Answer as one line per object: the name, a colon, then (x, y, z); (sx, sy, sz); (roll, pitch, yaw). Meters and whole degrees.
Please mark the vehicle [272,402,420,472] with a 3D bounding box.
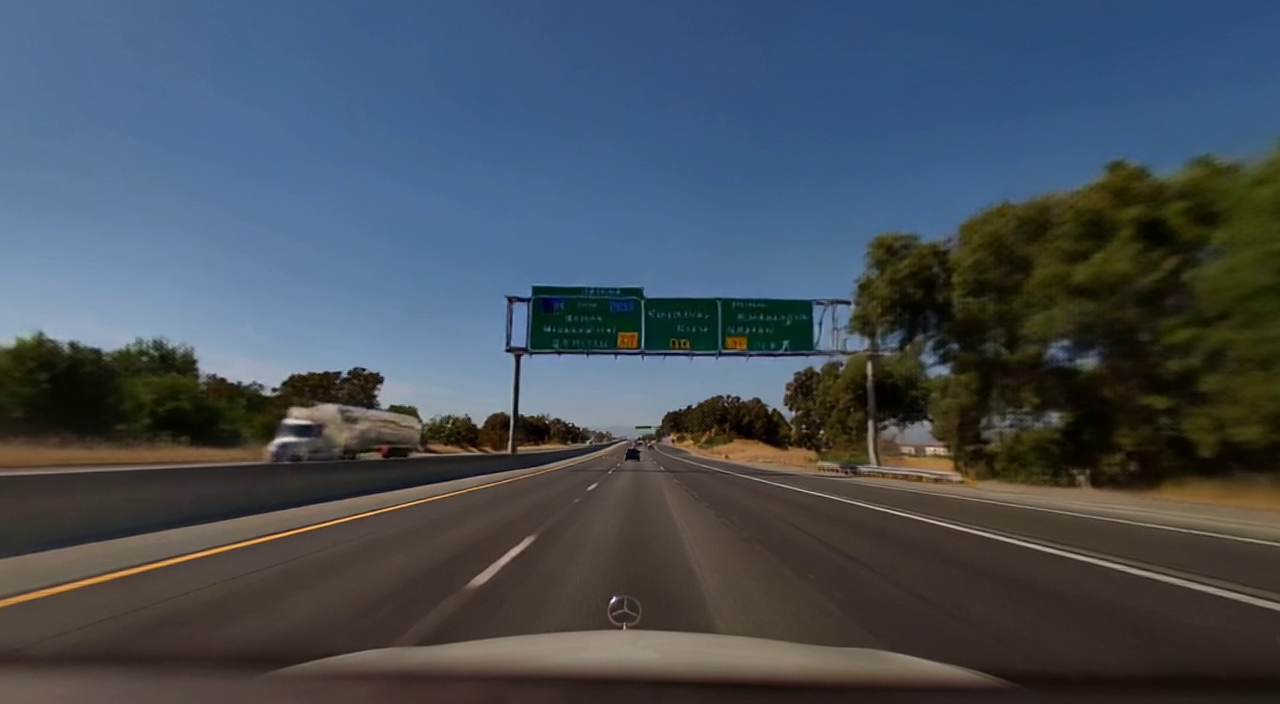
vehicle: (-19.288, 5.977, 43.236); (3.084, 3.900, 14.884); (0, -9, 0)
